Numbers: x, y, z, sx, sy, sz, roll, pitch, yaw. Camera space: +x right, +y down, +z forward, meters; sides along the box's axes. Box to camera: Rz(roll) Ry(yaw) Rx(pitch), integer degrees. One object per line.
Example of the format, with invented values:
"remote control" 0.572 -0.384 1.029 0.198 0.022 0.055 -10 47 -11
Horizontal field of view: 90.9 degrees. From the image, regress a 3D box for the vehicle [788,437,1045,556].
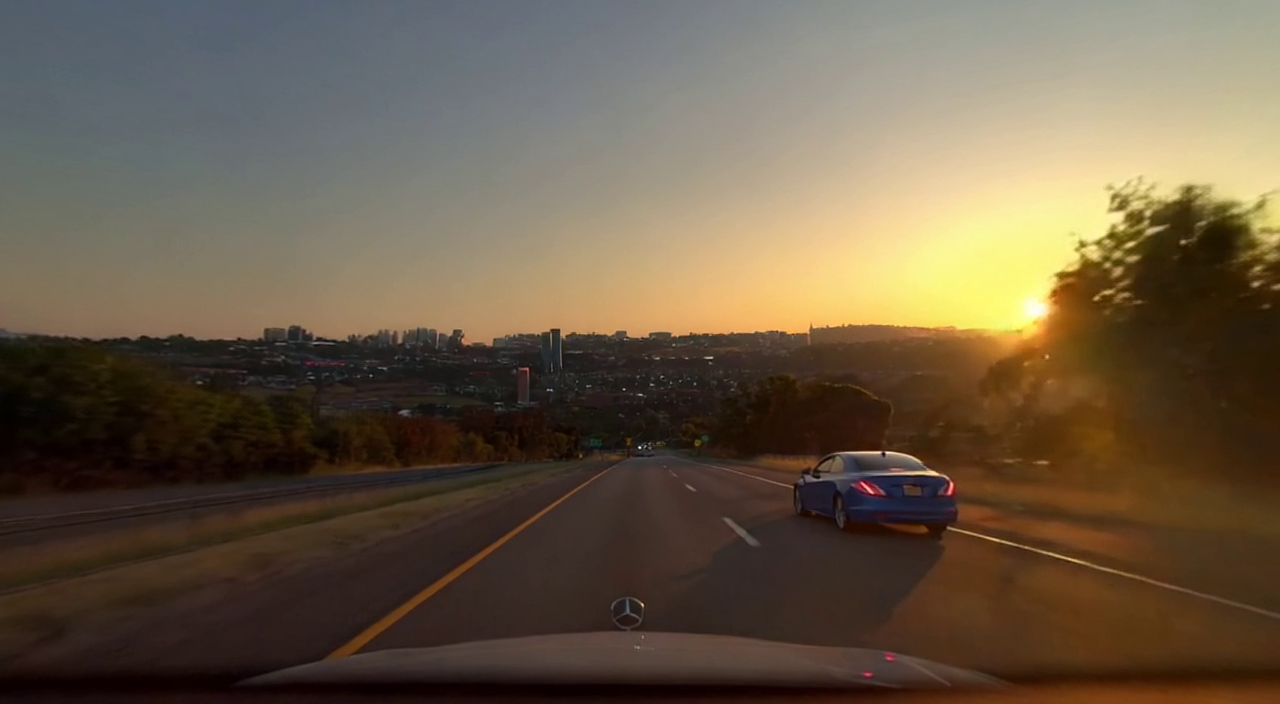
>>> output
"vehicle" 4.103 2.207 10.502 2.053 1.490 4.799 0 -8 -1
